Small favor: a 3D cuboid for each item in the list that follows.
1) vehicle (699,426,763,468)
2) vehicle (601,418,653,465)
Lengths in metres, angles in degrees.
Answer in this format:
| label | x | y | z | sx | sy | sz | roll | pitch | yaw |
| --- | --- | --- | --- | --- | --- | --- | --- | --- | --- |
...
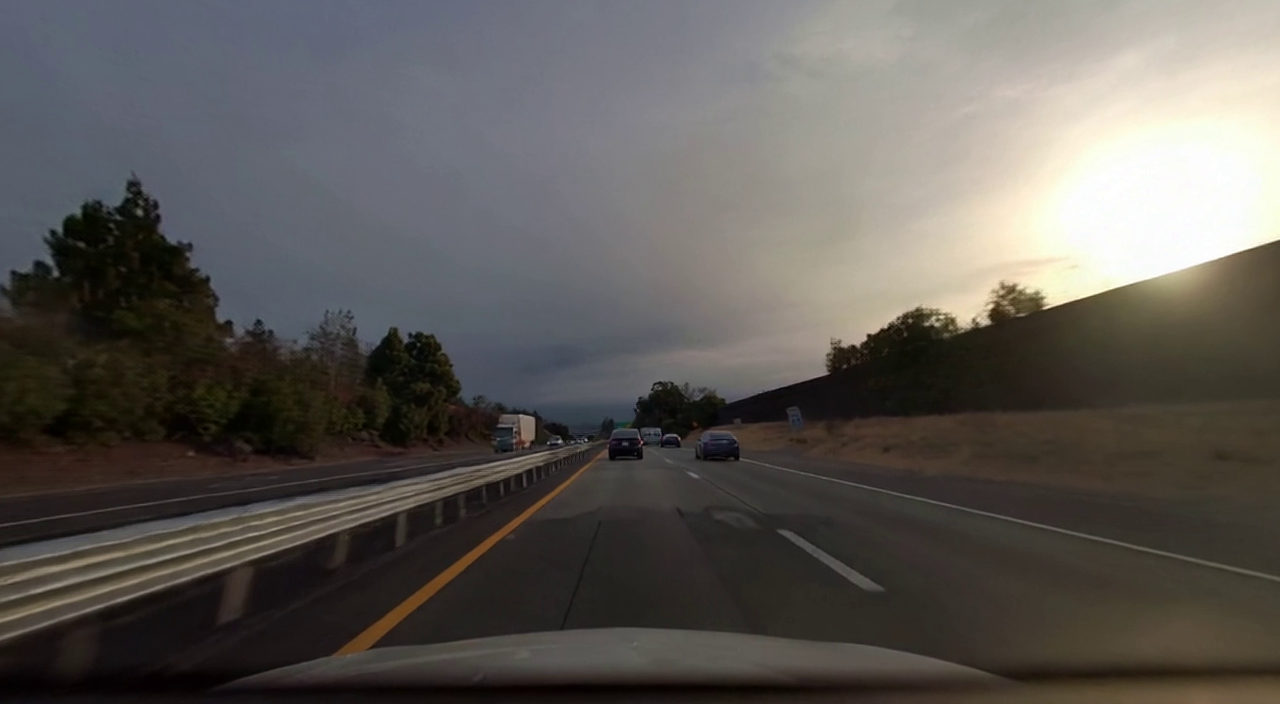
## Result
| label | x | y | z | sx | sy | sz | roll | pitch | yaw |
| --- | --- | --- | --- | --- | --- | --- | --- | --- | --- |
| vehicle | 3.756 | 3.980 | 26.660 | 1.981 | 1.606 | 3.956 | 0 | -8 | -2 |
| vehicle | -0.640 | 4.235 | 29.864 | 2.270 | 2.044 | 4.633 | 0 | -8 | -2 |
